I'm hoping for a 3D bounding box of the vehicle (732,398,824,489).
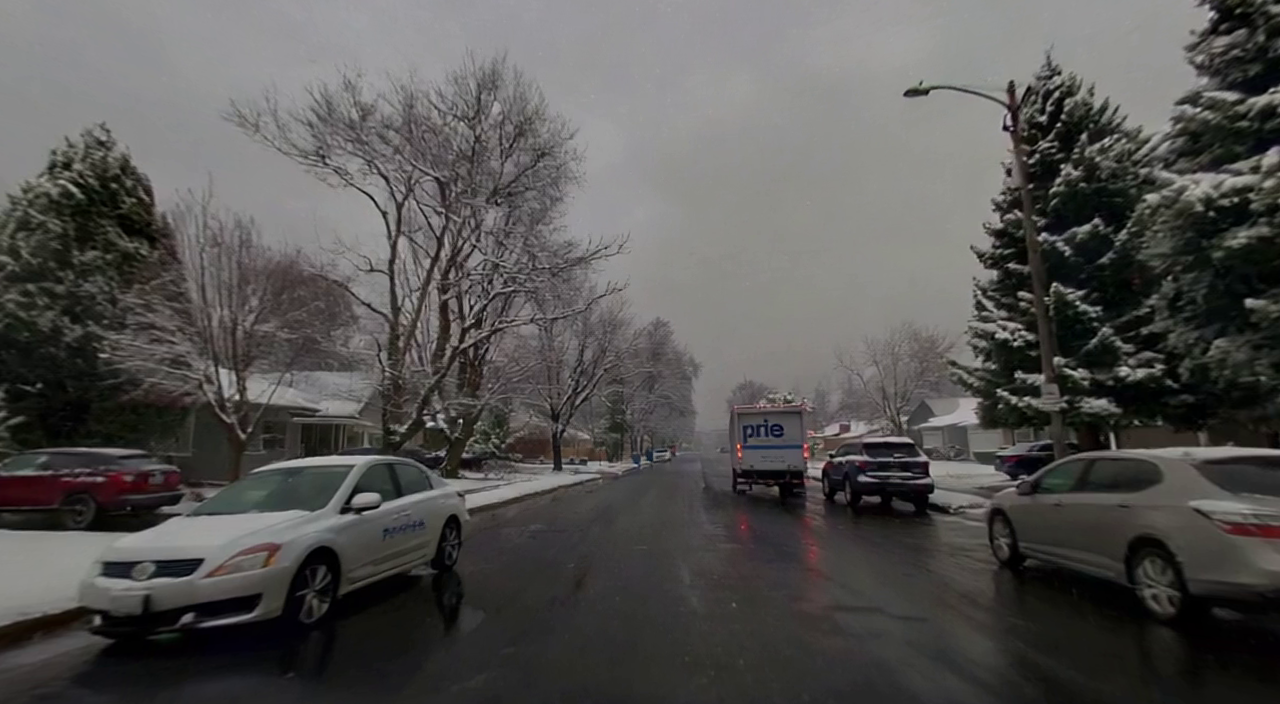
[{"bbox_3d":[5.177,3.630,24.922,2.924,3.018,7.600,-1,-9,8],"label":"vehicle"}]

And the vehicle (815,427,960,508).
[{"bbox_3d":[6.533,3.082,17.268,2.410,1.902,4.277,-1,-8,4],"label":"vehicle"}]

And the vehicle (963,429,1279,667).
[{"bbox_3d":[5.251,1.583,6.258,1.943,1.511,4.582,-1,-8,5],"label":"vehicle"}]

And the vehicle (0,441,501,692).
[{"bbox_3d":[-3.262,1.723,6.495,1.938,1.402,5.095,2,-9,7],"label":"vehicle"}]
